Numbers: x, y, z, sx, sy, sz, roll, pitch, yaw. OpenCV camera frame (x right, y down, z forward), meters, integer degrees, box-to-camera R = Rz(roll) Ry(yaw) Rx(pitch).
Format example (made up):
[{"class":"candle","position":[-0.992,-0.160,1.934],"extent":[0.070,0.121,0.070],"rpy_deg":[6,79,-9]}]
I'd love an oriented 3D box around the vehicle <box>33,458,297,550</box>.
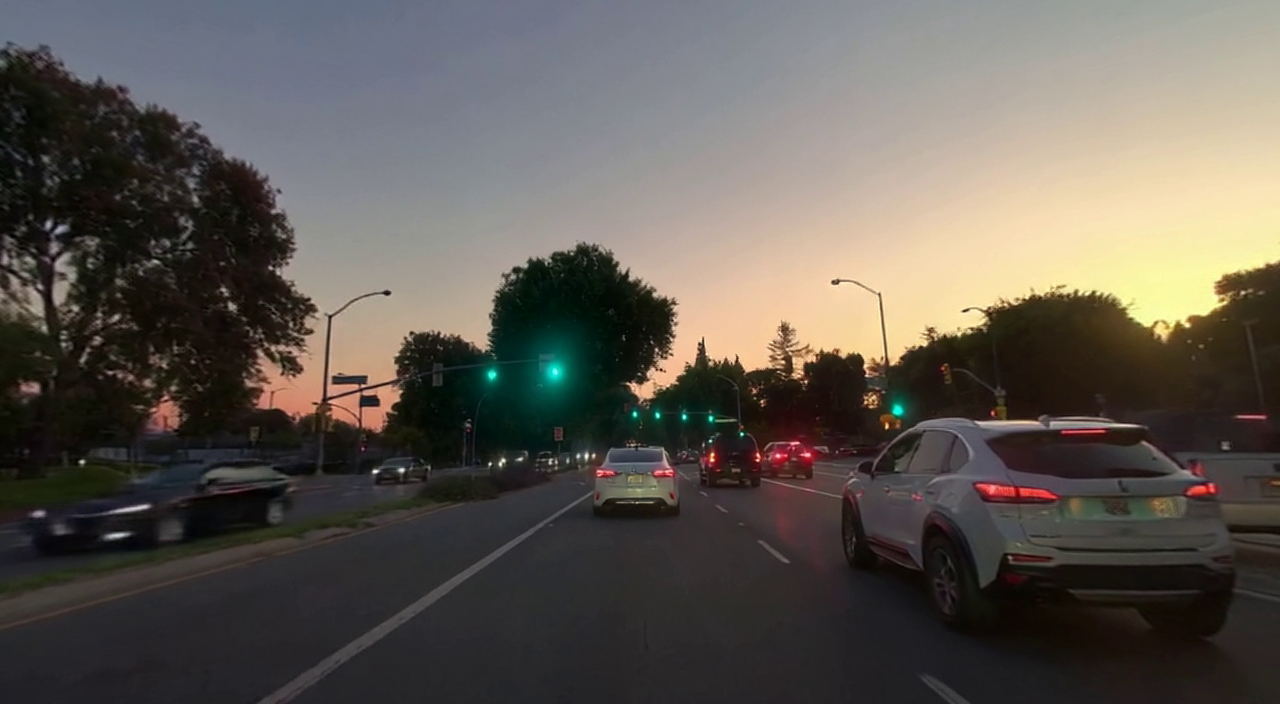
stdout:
[{"class":"vehicle","position":[-9.374,2.976,13.026],"extent":[1.933,1.469,4.516],"rpy_deg":[0,-9,0]}]

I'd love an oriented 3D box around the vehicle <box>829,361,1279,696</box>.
[{"class":"vehicle","position":[3.453,1.356,5.977],"extent":[1.982,1.960,4.427],"rpy_deg":[0,-9,1]}]

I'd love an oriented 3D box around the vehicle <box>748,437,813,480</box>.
[{"class":"vehicle","position":[7.951,6.092,36.130],"extent":[2.627,2.252,5.236],"rpy_deg":[0,-9,1]}]

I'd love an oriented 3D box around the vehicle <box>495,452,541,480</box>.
[{"class":"vehicle","position":[-8.325,7.786,43.286],"extent":[2.133,1.771,4.611],"rpy_deg":[0,-9,2]}]

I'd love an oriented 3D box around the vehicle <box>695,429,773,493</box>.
[{"class":"vehicle","position":[3.902,4.668,27.311],"extent":[2.516,2.481,5.766],"rpy_deg":[0,-9,0]}]

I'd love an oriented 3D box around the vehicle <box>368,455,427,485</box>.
[{"class":"vehicle","position":[-15.442,7.504,40.199],"extent":[1.968,1.675,4.382],"rpy_deg":[0,-9,1]}]

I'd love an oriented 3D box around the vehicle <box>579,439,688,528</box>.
[{"class":"vehicle","position":[-0.078,2.854,14.213],"extent":[2.111,1.676,4.018],"rpy_deg":[0,-9,1]}]
